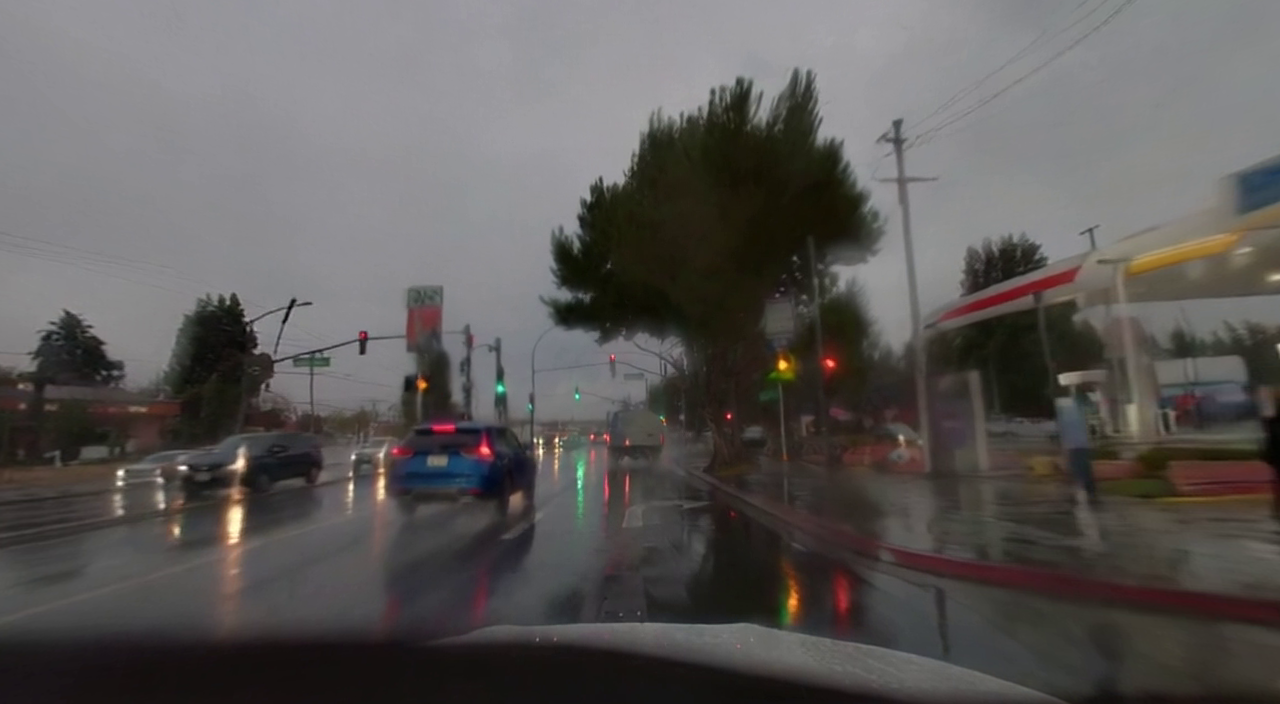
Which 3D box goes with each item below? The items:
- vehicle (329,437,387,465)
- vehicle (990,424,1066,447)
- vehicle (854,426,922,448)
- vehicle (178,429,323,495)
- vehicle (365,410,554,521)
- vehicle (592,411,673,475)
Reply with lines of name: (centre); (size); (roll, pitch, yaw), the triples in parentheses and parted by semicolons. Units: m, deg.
vehicle: (-16.555, 5.843, 37.127); (1.719, 1.523, 3.864); (0, -8, -1)
vehicle: (28.876, 6.206, 46.898); (4.403, 1.484, 1.952); (-1, -9, -5)
vehicle: (17.503, 6.047, 44.558); (3.997, 1.496, 1.907); (1, -8, -11)
vehicle: (-12.031, 3.400, 19.845); (1.912, 1.831, 4.314); (0, -8, -3)
vehicle: (-3.190, 2.151, 12.471); (2.247, 1.734, 4.919); (0, -8, 1)
vehicle: (-0.220, 3.252, 22.588); (2.552, 1.999, 5.498); (0, -8, 0)
